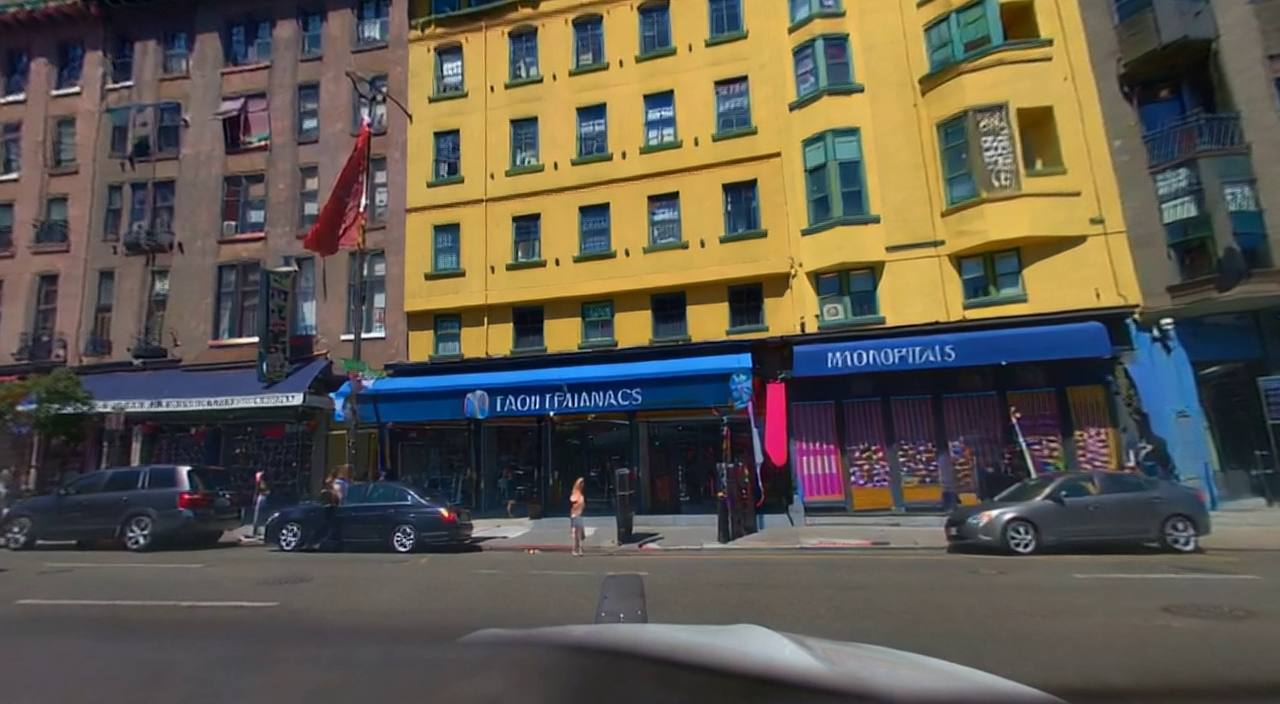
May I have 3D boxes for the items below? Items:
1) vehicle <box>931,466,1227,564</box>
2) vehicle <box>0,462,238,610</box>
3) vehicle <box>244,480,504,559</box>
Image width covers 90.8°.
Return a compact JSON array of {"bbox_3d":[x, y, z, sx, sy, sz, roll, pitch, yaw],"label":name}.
[{"bbox_3d":[8.528,3.192,12.669,4.410,1.687,1.834,-1,-8,5],"label":"vehicle"},{"bbox_3d":[-7.797,2.161,7.993,4.330,1.458,1.932,-2,-8,11],"label":"vehicle"},{"bbox_3d":[-5.596,3.541,13.633,4.830,1.421,1.826,-1,-8,7],"label":"vehicle"}]
